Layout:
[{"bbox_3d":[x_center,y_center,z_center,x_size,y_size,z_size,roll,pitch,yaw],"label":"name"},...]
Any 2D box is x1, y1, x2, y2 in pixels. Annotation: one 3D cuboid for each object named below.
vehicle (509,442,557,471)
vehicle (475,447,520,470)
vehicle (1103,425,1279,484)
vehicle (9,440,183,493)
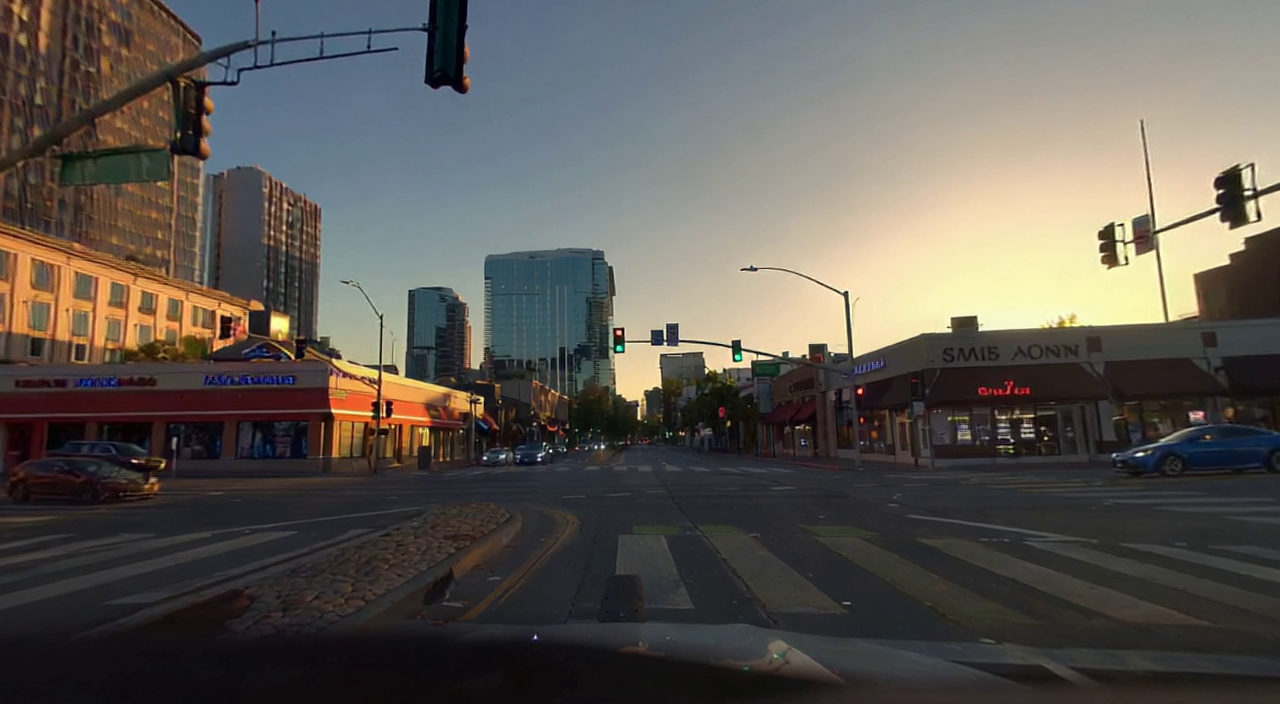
[{"bbox_3d":[-6.803,6.693,40.677,2.181,1.703,4.512,-1,-8,2],"label":"vehicle"},{"bbox_3d":[-9.862,7.360,44.043,2.106,1.505,4.228,0,-8,0],"label":"vehicle"},{"bbox_3d":[15.410,2.698,16.703,4.651,1.463,1.880,-2,-9,8],"label":"vehicle"},{"bbox_3d":[-21.158,4.425,24.698,5.161,1.910,2.275,-2,-9,11],"label":"vehicle"}]
